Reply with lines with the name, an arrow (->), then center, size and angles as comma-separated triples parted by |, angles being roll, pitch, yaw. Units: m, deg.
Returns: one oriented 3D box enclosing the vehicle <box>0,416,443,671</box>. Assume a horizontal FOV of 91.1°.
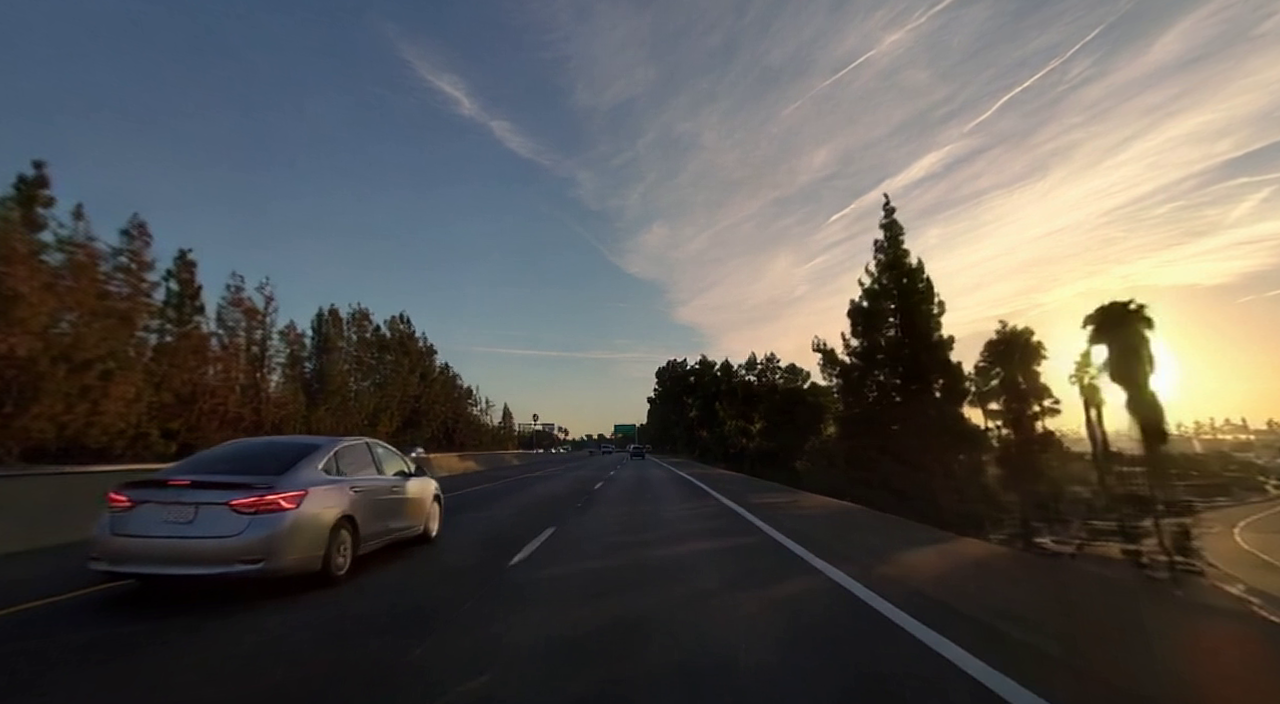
vehicle -> -3.817, 1.532, 6.326 | 2.092, 1.562, 4.748 | 0, -8, 1
